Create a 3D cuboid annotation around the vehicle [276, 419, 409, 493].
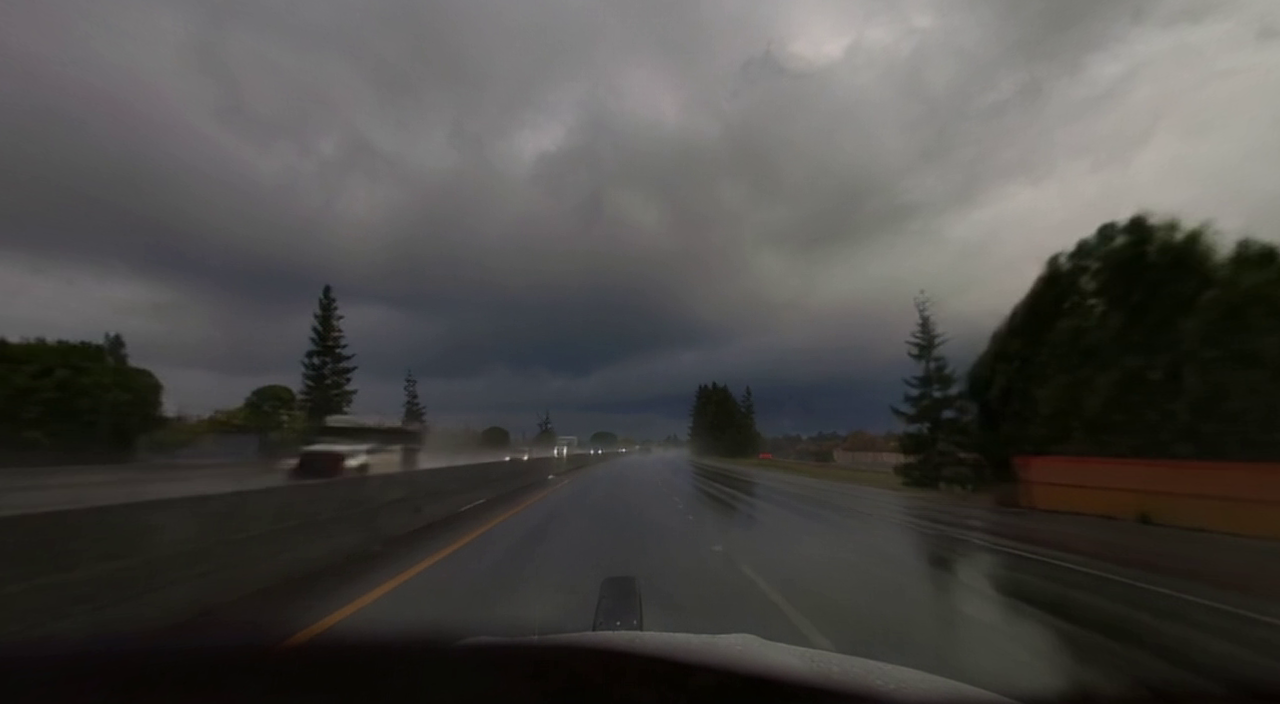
[{"bbox_3d":[-10.090,3.601,21.862,2.202,2.240,5.044,0,-9,-1],"label":"vehicle"}]
